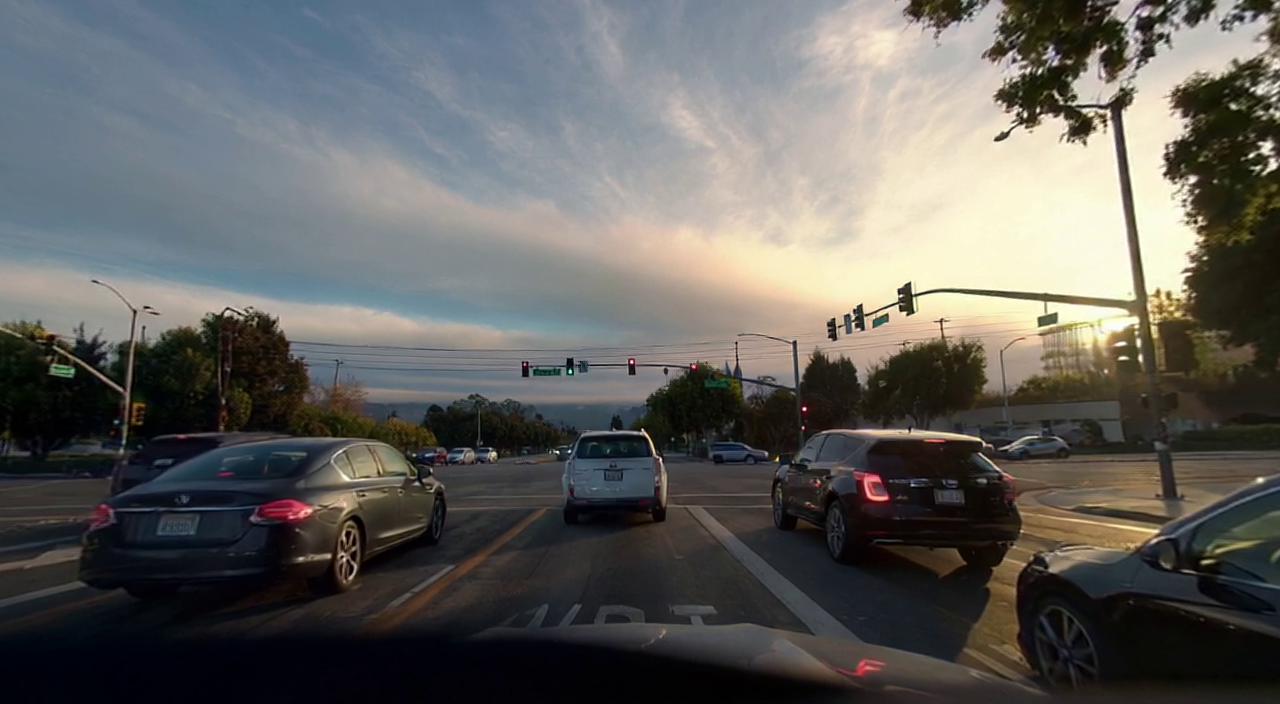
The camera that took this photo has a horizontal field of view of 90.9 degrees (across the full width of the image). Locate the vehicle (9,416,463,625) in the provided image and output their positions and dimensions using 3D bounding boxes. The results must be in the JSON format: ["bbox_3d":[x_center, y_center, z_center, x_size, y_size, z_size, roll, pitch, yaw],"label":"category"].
[{"bbox_3d":[-3.541,1.538,6.796,1.941,1.492,4.399,0,-8,1],"label":"vehicle"}]

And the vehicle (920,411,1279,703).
[{"bbox_3d":[3.251,1.028,2.803,1.960,1.460,4.233,0,-8,-2],"label":"vehicle"}]

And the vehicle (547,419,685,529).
[{"bbox_3d":[-0.404,2.271,12.240,2.215,1.749,3.976,0,-8,0],"label":"vehicle"}]

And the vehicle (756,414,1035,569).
[{"bbox_3d":[3.287,1.884,9.353,2.097,1.707,4.461,0,-8,-2],"label":"vehicle"}]
